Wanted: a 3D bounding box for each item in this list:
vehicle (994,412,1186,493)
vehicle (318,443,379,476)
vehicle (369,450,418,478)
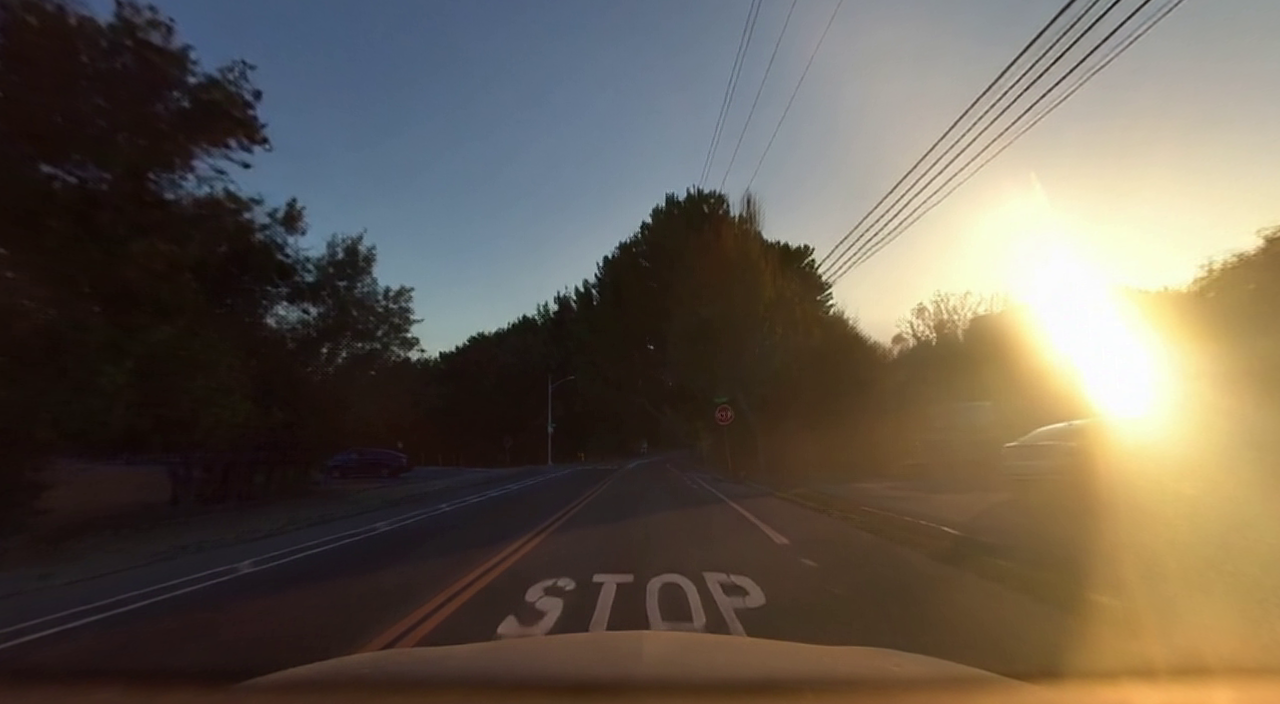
[{"bbox_3d":[11.269,2.477,15.811,4.013,1.786,1.987,3,-9,-23],"label":"vehicle"},{"bbox_3d":[-17.649,6.588,38.363,1.849,1.831,3.980,-1,-10,0],"label":"vehicle"},{"bbox_3d":[-14.495,6.589,37.255,1.739,1.539,3.548,1,-9,-5],"label":"vehicle"}]
